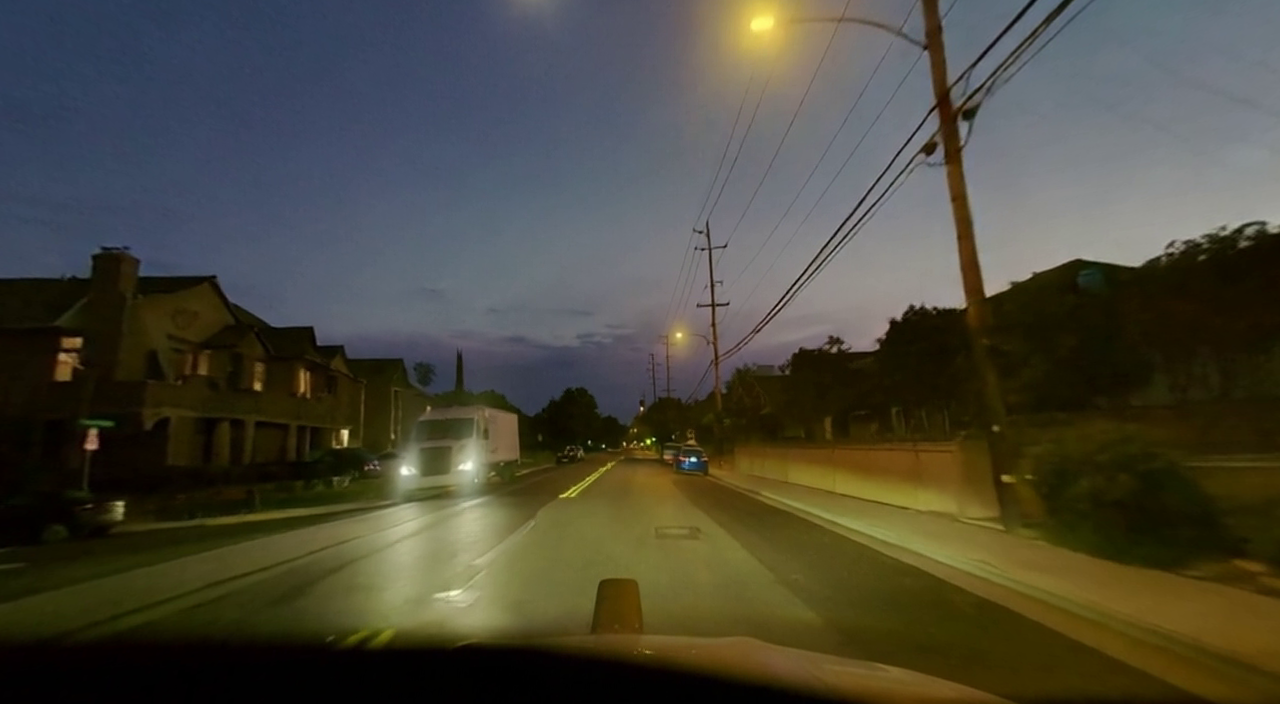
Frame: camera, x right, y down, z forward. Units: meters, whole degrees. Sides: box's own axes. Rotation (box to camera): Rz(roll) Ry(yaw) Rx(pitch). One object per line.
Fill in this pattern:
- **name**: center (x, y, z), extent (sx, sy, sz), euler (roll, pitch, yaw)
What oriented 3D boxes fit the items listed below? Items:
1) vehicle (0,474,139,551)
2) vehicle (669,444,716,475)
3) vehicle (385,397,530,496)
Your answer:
- **vehicle**: center (-15.182, 3.859, 15.370), extent (4.204, 1.626, 1.874), euler (1, -9, -5)
- **vehicle**: center (2.671, 5.609, 33.181), extent (1.890, 1.463, 4.952), euler (0, -9, -1)
- **vehicle**: center (-6.666, 3.685, 24.700), extent (3.197, 3.187, 7.847), euler (-1, -9, 1)
